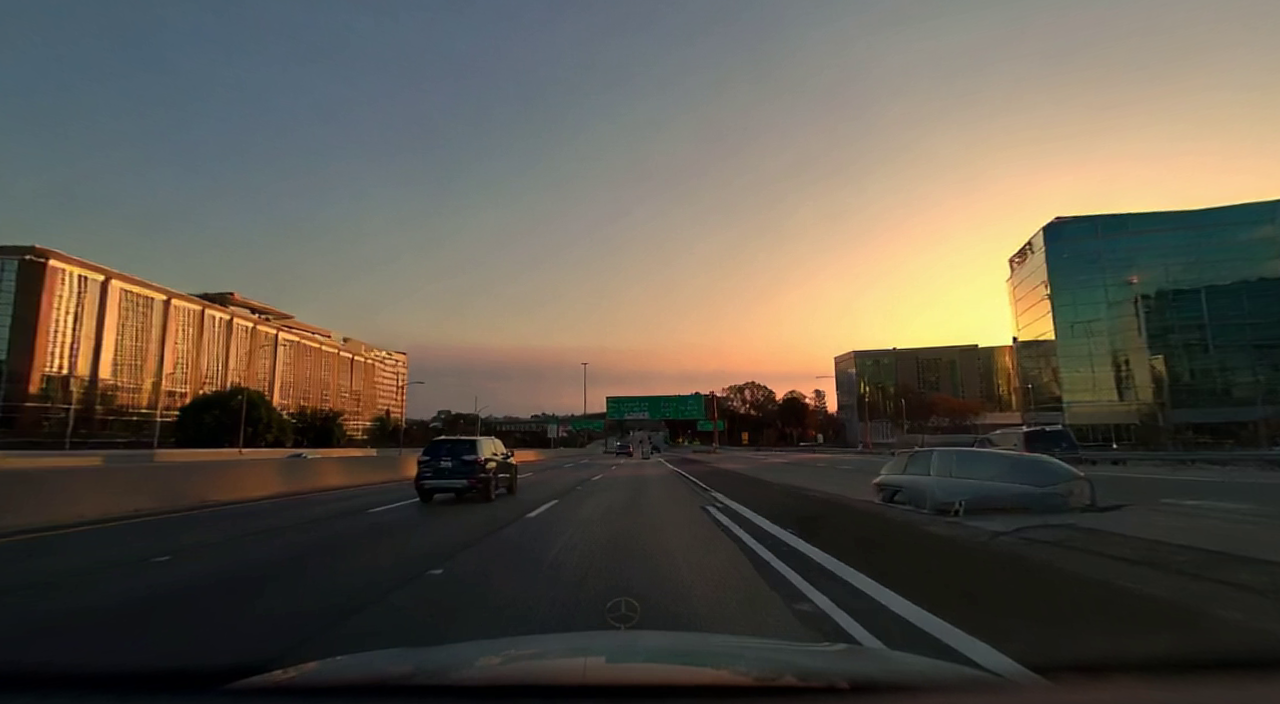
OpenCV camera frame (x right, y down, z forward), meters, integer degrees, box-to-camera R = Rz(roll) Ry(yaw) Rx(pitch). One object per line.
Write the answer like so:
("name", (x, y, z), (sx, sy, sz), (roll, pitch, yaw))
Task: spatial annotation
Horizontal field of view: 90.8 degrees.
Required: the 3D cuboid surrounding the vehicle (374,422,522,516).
("vehicle", (-4.124, 2.590, 14.426), (2.047, 1.786, 4.217), (0, -8, 0))
